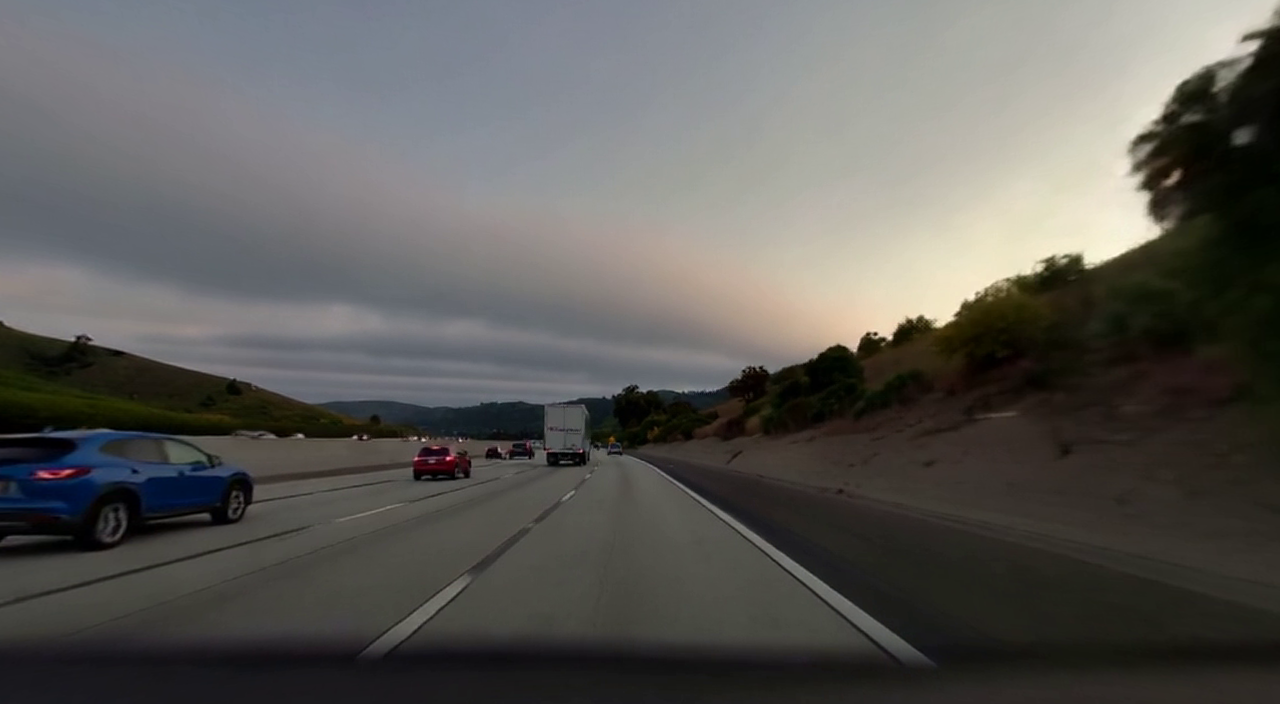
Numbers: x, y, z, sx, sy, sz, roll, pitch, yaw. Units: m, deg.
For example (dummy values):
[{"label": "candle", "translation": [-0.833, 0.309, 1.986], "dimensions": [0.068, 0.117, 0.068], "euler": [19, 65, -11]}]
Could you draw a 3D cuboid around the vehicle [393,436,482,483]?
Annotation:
[{"label": "vehicle", "translation": [-7.951, 4.262, 25.237], "dimensions": [2.099, 1.644, 4.638], "euler": [0, -9, -1]}]

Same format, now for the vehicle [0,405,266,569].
[{"label": "vehicle", "translation": [-7.669, 1.757, 8.924], "dimensions": [2.081, 1.740, 4.268], "euler": [0, -9, -1]}]

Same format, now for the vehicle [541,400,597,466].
[{"label": "vehicle", "translation": [-4.872, 6.067, 46.005], "dimensions": [2.880, 4.025, 14.064], "euler": [1, -9, -2]}]
